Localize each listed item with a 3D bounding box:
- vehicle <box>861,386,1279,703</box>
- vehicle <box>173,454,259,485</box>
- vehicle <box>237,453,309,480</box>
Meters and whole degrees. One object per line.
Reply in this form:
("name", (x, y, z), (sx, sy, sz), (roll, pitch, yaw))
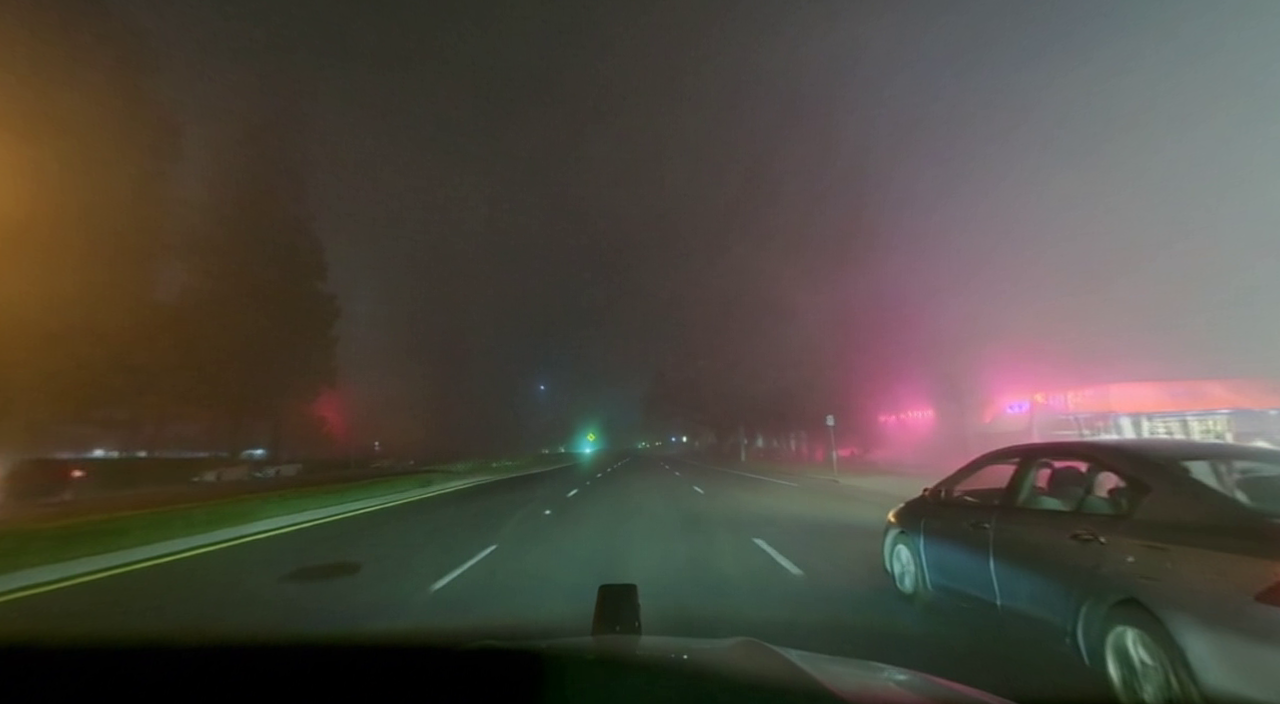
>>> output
("vehicle", (3.075, 1.057, 3.522), (2.004, 1.470, 4.544), (-1, -8, 0))
("vehicle", (-22.428, 6.196, 33.607), (1.745, 1.476, 4.123), (-1, -8, -1))
("vehicle", (-22.448, 6.986, 38.784), (1.784, 1.438, 4.471), (-1, -8, -1))
